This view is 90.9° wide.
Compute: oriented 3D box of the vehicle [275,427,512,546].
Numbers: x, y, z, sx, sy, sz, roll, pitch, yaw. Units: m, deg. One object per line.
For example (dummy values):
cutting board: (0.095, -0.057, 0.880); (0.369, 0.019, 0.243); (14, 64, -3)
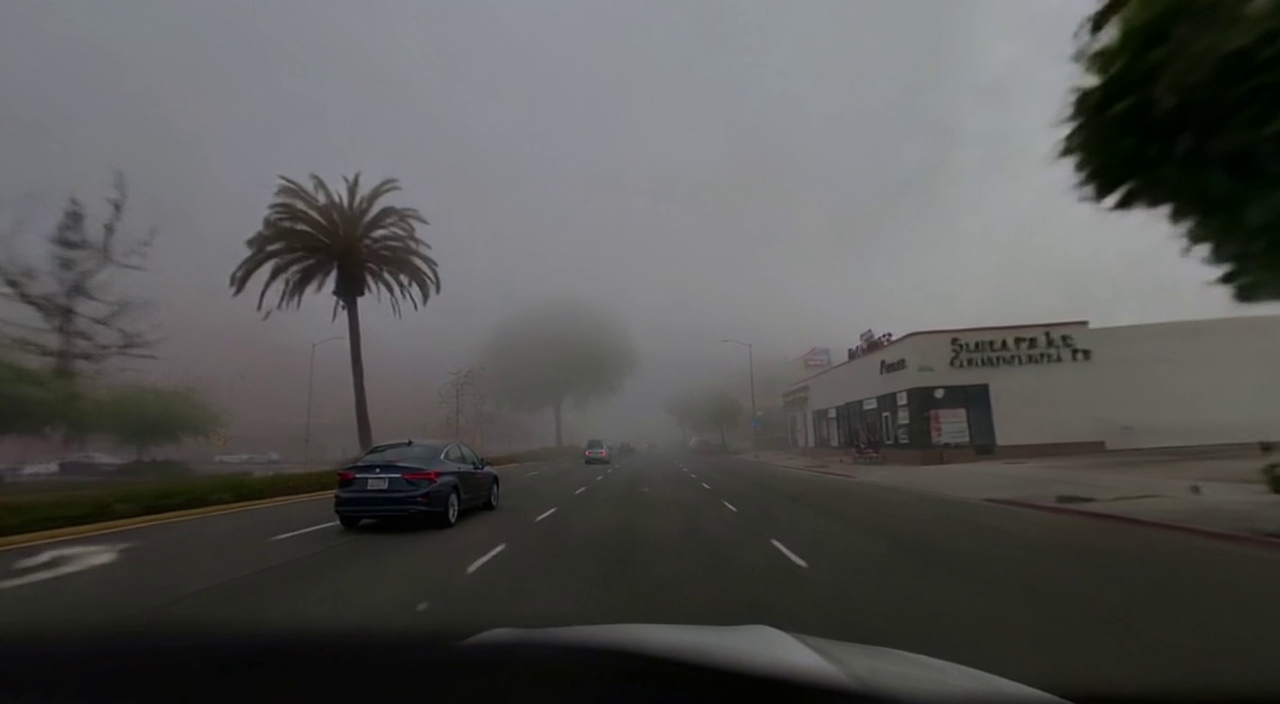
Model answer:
vehicle: (-3.653, 2.072, 10.422); (2.032, 1.511, 4.424); (-1, -8, 2)

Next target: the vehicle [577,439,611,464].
vehicle: (-3.201, 7.015, 44.525); (2.024, 1.636, 4.121); (0, -8, 1)
